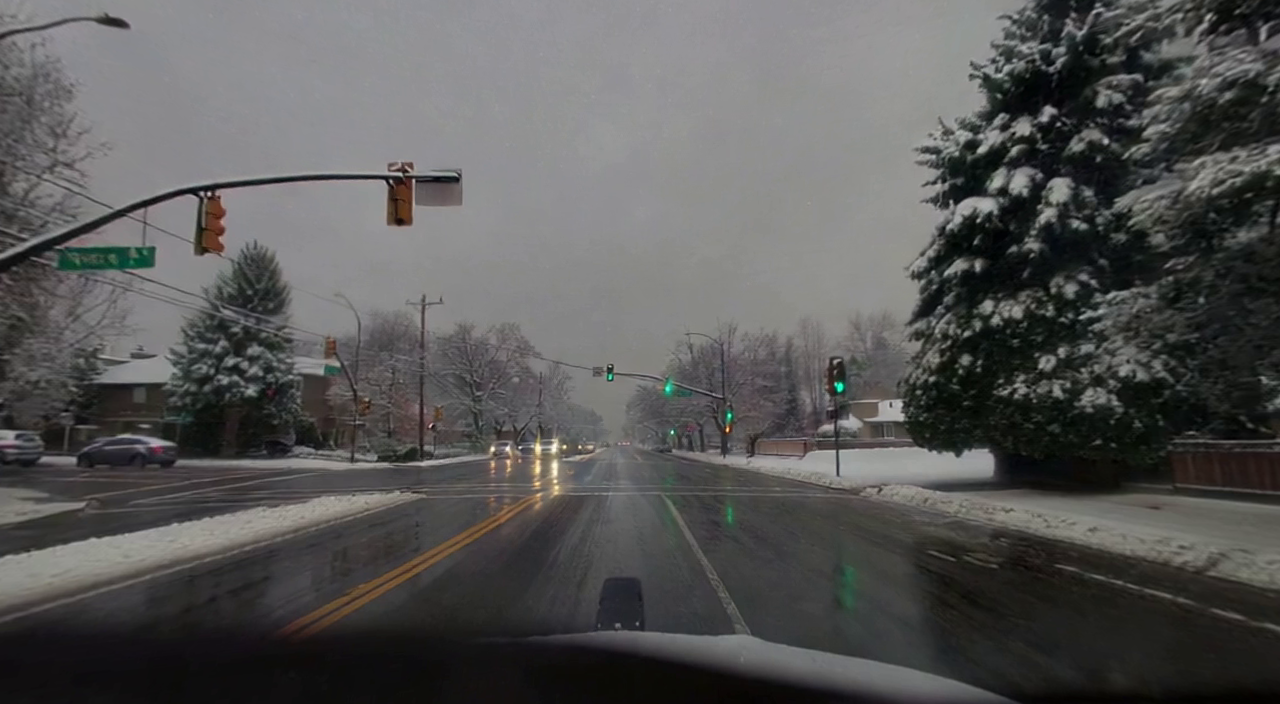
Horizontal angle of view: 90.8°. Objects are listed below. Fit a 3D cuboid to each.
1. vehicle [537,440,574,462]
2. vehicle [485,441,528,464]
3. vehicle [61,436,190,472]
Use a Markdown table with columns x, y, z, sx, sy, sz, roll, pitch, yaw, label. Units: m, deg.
| x | y | z | sx | sy | sz | roll | pitch | yaw | label |
| --- | --- | --- | --- | --- | --- | --- | --- | --- | --- |
| -5.867 | 6.923 | 44.391 | 2.003 | 1.462 | 4.220 | 0 | -8 | 1 | vehicle |
| -9.278 | 7.022 | 44.309 | 1.985 | 1.475 | 4.383 | 0 | -8 | 1 | vehicle |
| -27.068 | 5.379 | 33.389 | 4.802 | 1.776 | 2.090 | 1 | -8 | -6 | vehicle |
